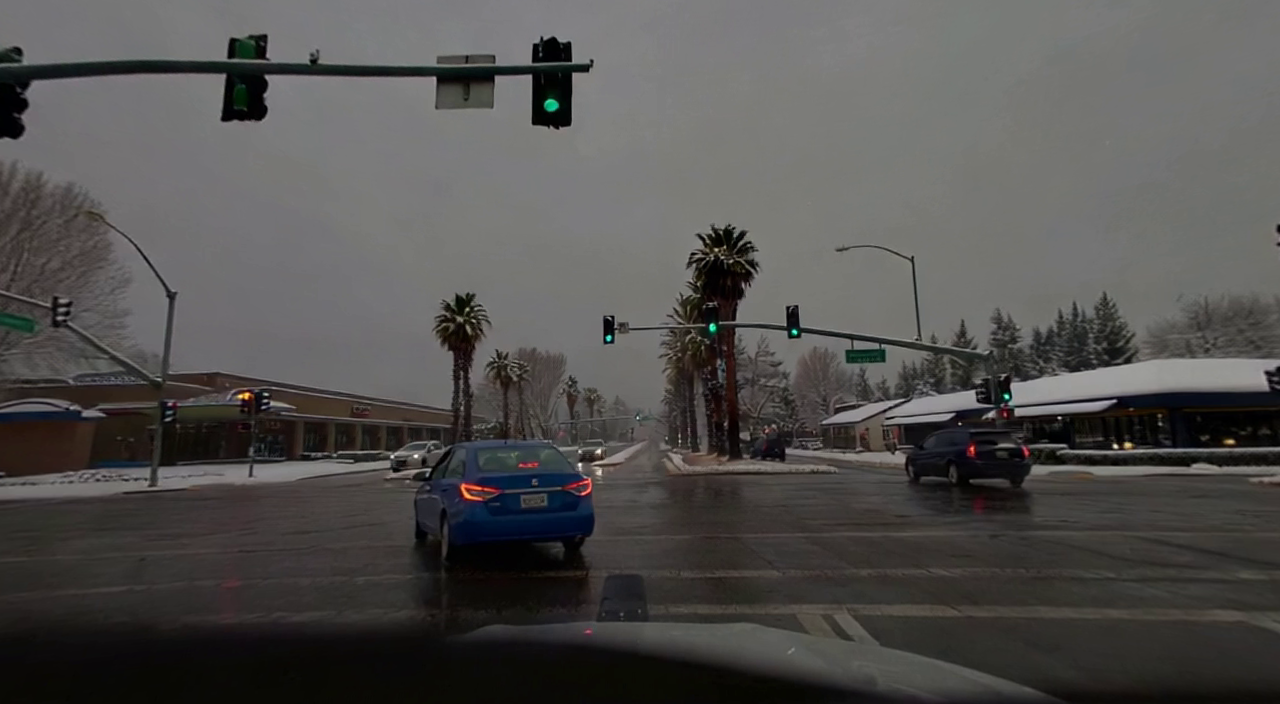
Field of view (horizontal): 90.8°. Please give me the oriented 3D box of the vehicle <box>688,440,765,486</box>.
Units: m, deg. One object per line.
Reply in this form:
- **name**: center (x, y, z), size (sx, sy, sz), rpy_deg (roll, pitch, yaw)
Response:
- **vehicle**: center (2.922, 3.852, 22.309), size (1.977, 1.449, 4.254), rpy_deg (0, -8, -2)

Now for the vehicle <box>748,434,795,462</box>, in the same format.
- **vehicle**: center (9.344, 6.886, 45.354), size (2.027, 1.848, 5.158), rpy_deg (1, -9, -3)

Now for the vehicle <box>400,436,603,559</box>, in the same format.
- **vehicle**: center (-2.410, 2.116, 10.065), size (2.089, 1.471, 4.206), rpy_deg (4, -10, -27)

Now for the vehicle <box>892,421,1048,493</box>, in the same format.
- **vehicle**: center (9.624, 3.110, 19.006), size (2.059, 1.859, 4.690), rpy_deg (0, -8, -1)
